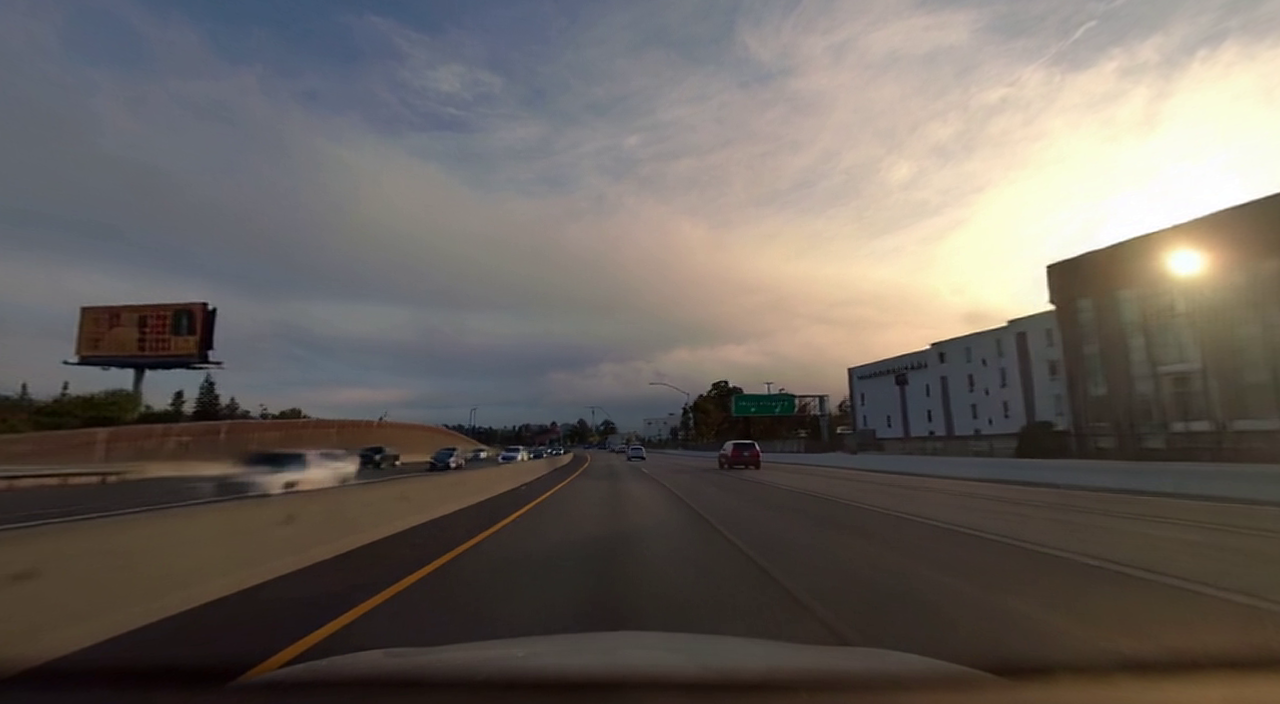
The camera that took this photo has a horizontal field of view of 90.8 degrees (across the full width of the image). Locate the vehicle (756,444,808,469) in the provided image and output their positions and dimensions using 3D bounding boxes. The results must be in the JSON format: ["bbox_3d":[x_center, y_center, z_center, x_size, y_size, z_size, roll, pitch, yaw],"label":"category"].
[{"bbox_3d":[9.017,6.674,40.643,1.981,1.508,4.768,0,-9,-3],"label":"vehicle"}]

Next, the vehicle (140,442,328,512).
[{"bbox_3d":[-9.885,3.020,15.941,1.799,1.433,4.661,0,-8,-2],"label":"vehicle"}]

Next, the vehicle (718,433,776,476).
[{"bbox_3d":[5.747,5.584,34.617,2.043,2.154,4.731,0,-9,-3],"label":"vehicle"}]
